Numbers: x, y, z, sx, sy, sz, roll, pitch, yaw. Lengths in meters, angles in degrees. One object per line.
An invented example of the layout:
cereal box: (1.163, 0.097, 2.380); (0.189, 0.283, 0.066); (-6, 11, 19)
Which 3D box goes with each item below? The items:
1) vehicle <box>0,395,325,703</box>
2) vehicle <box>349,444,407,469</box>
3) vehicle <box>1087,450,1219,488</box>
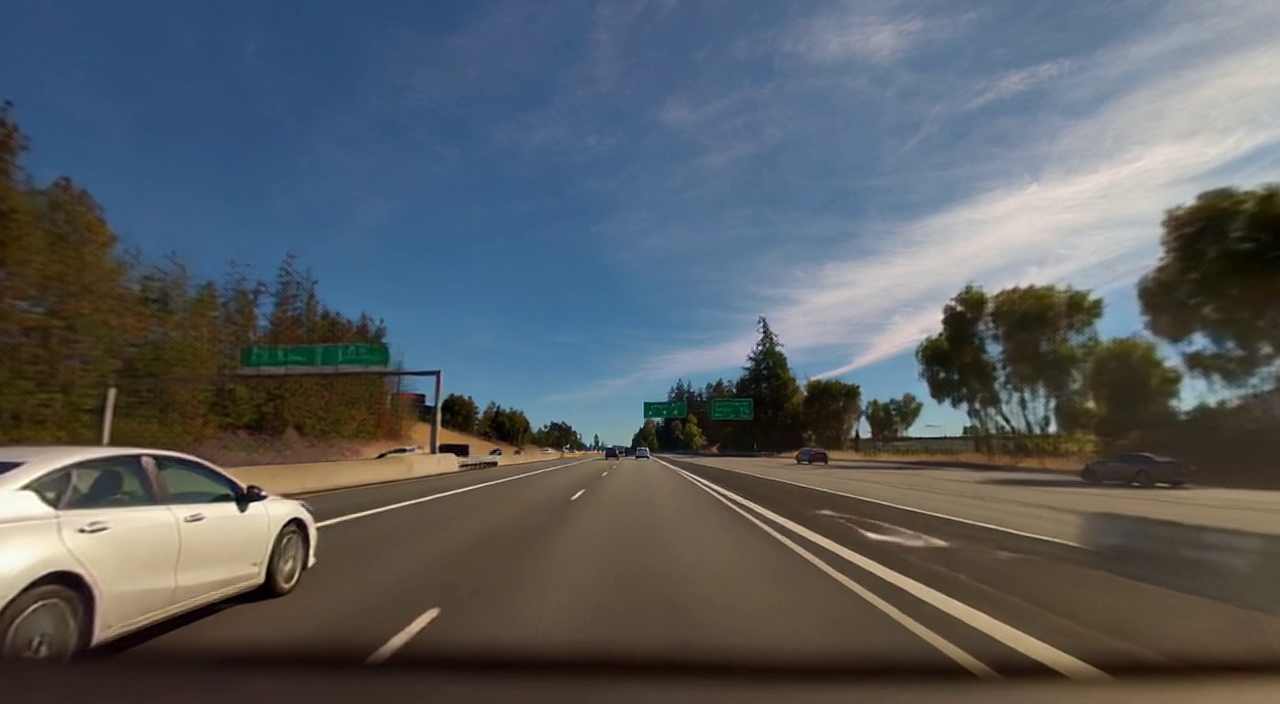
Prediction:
vehicle: (-3.972, 1.130, 3.754); (1.988, 1.585, 4.215); (0, -9, 0)
vehicle: (-16.094, 6.436, 38.919); (1.922, 1.443, 3.908); (0, -9, 0)
vehicle: (26.165, 5.948, 32.366); (1.973, 1.766, 4.726); (6, -11, -34)
